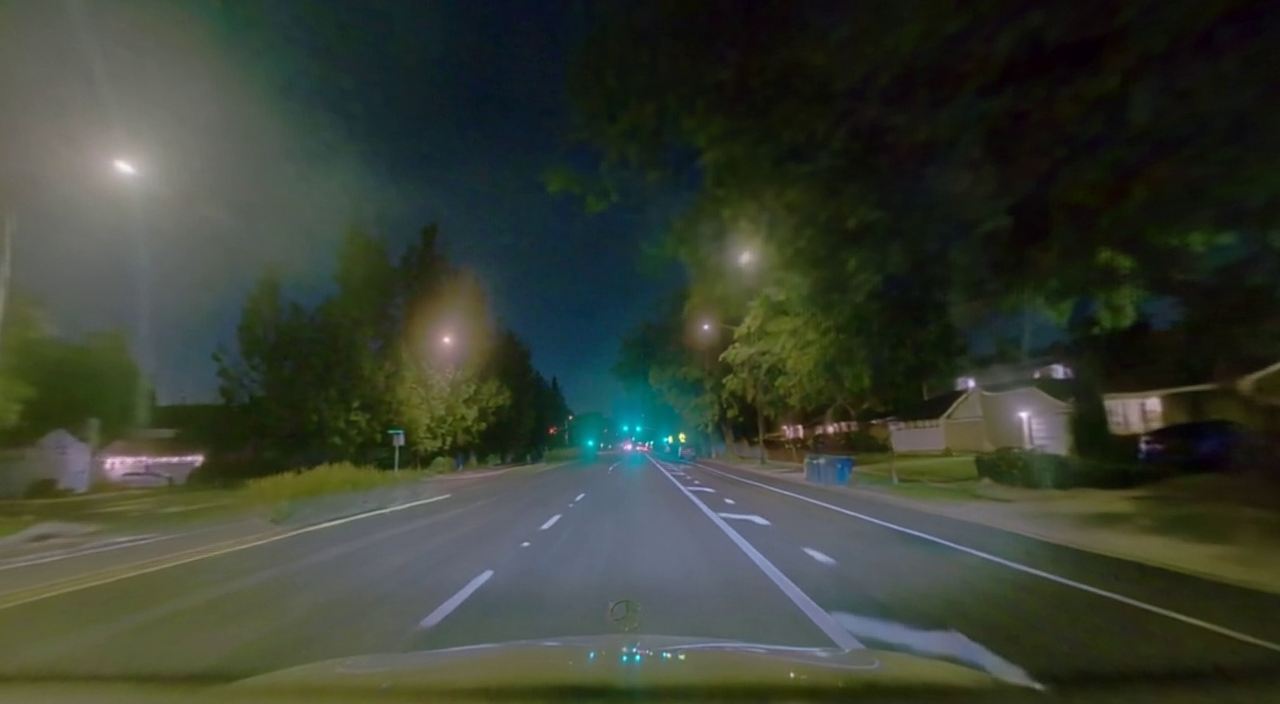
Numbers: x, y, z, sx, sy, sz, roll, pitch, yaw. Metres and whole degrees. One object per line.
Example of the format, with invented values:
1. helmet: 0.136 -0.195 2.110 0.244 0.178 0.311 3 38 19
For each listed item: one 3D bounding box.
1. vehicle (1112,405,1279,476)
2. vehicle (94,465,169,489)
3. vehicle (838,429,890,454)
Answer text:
1. vehicle: 16.281 2.374 17.394 4.843 1.594 2.127 -4 -9 -3
2. vehicle: -34.122 8.386 42.530 1.774 1.430 4.131 0 -9 -5
3. vehicle: 15.030 6.095 42.698 1.908 1.610 4.582 0 -9 2
